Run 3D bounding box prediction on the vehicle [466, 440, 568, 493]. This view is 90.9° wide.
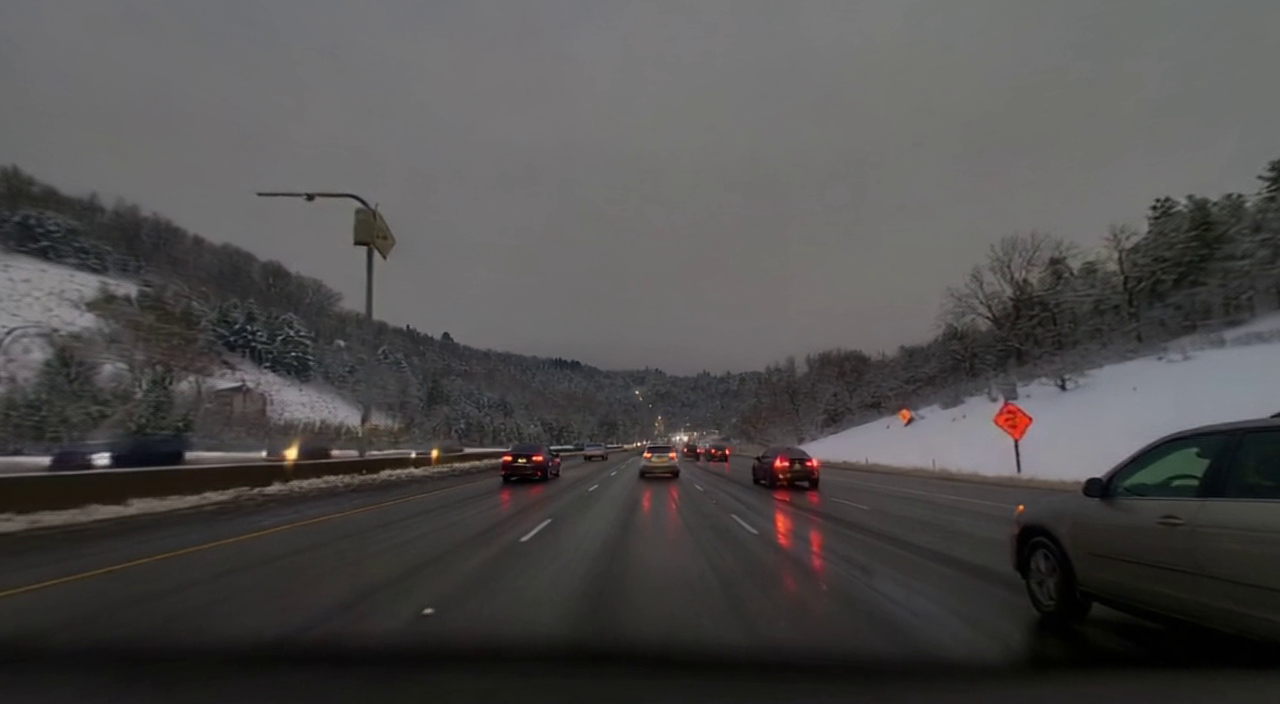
[{"bbox_3d":[-3.655,3.489,19.614,2.232,1.438,4.163,-1,-8,2],"label":"vehicle"}]

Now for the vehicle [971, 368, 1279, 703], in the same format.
[{"bbox_3d":[3.849,0.937,2.988,2.018,1.670,4.658,0,-8,0],"label":"vehicle"}]

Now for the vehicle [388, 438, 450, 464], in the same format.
[{"bbox_3d":[-13.979,6.299,40.158,2.252,1.507,4.433,0,-8,1],"label":"vehicle"}]

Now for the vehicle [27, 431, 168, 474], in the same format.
[{"bbox_3d":[-21.530,4.003,25.270,1.976,1.559,3.997,-1,-8,2],"label":"vehicle"}]

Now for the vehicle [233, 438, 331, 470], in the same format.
[{"bbox_3d":[-18.038,5.150,32.129,2.126,1.487,4.681,-1,-8,2],"label":"vehicle"}]

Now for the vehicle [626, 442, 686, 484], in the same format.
[{"bbox_3d":[0.604,4.349,25.035,2.138,1.473,4.392,0,-8,1],"label":"vehicle"}]

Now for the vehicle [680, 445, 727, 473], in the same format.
[{"bbox_3d":[3.548,6.076,36.001,2.177,1.453,4.205,0,-8,-1],"label":"vehicle"}]

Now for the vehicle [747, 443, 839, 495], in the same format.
[{"bbox_3d":[4.840,3.730,20.532,1.867,1.465,4.093,0,-8,-2],"label":"vehicle"}]

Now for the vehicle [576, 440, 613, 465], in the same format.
[{"bbox_3d":[-3.215,7.196,45.334,2.234,1.675,4.527,-1,-8,2],"label":"vehicle"}]
